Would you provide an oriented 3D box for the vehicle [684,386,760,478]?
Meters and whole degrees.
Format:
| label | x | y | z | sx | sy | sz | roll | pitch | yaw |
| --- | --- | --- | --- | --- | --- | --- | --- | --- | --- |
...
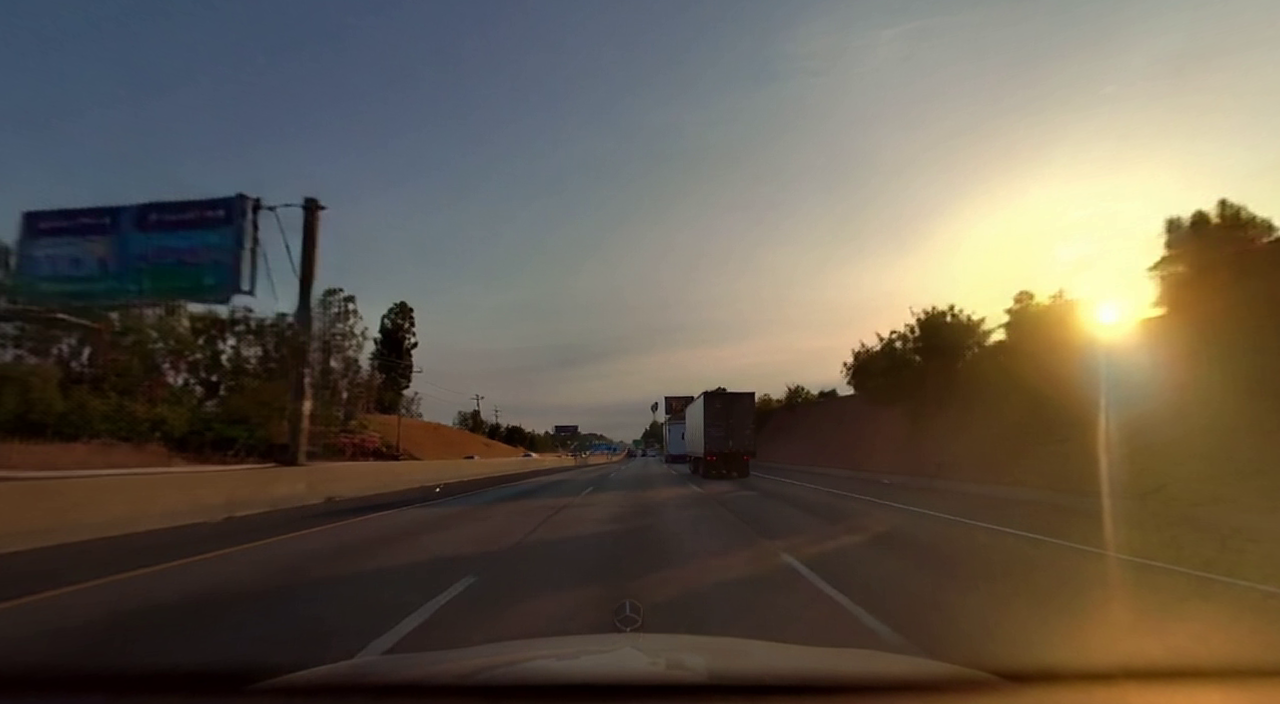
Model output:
| label | x | y | z | sx | sy | sz | roll | pitch | yaw |
| --- | --- | --- | --- | --- | --- | --- | --- | --- | --- |
| vehicle | 4.366 | 4.826 | 36.855 | 2.826 | 4.269 | 14.176 | 0 | -9 | 1 |
